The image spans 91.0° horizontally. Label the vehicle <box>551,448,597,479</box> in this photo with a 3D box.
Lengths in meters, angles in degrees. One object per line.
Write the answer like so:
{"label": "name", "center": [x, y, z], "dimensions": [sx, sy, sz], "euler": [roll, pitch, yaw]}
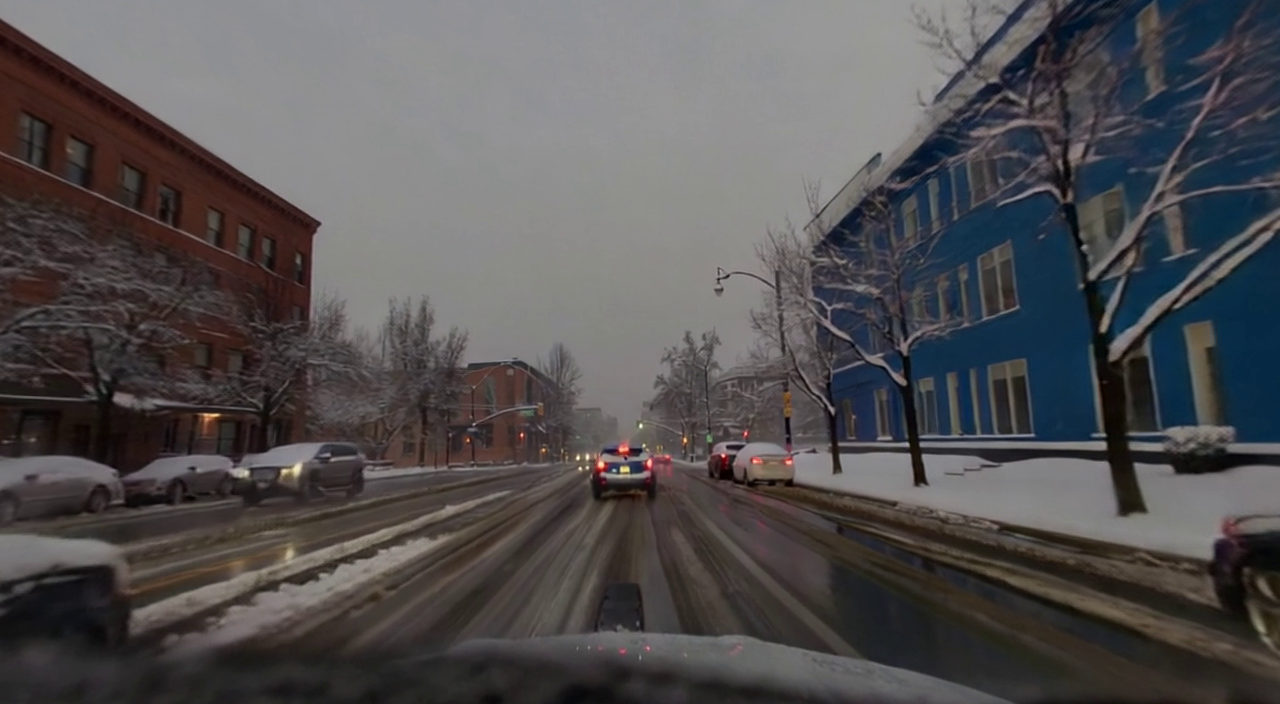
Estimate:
{"label": "vehicle", "center": [-3.523, 6.035, 34.460], "dimensions": [1.972, 1.560, 4.066], "euler": [0, -9, 2]}

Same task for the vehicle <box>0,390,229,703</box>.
{"label": "vehicle", "center": [-3.453, 0.759, 1.329], "dimensions": [1.934, 1.548, 4.635], "euler": [0, -9, 1]}

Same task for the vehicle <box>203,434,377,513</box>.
{"label": "vehicle", "center": [-9.625, 3.357, 17.931], "dimensions": [2.152, 1.890, 4.804], "euler": [0, -9, 0]}

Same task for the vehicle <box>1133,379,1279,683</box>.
{"label": "vehicle", "center": [4.833, 0.822, 2.227], "dimensions": [2.123, 1.736, 4.795], "euler": [1, -9, -3]}

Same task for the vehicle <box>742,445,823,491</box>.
{"label": "vehicle", "center": [4.969, 4.090, 22.534], "dimensions": [1.832, 1.491, 4.054], "euler": [0, -9, -1]}

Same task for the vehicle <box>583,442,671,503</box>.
{"label": "vehicle", "center": [-0.332, 3.377, 18.097], "dimensions": [2.230, 1.518, 4.113], "euler": [0, -9, 0]}
